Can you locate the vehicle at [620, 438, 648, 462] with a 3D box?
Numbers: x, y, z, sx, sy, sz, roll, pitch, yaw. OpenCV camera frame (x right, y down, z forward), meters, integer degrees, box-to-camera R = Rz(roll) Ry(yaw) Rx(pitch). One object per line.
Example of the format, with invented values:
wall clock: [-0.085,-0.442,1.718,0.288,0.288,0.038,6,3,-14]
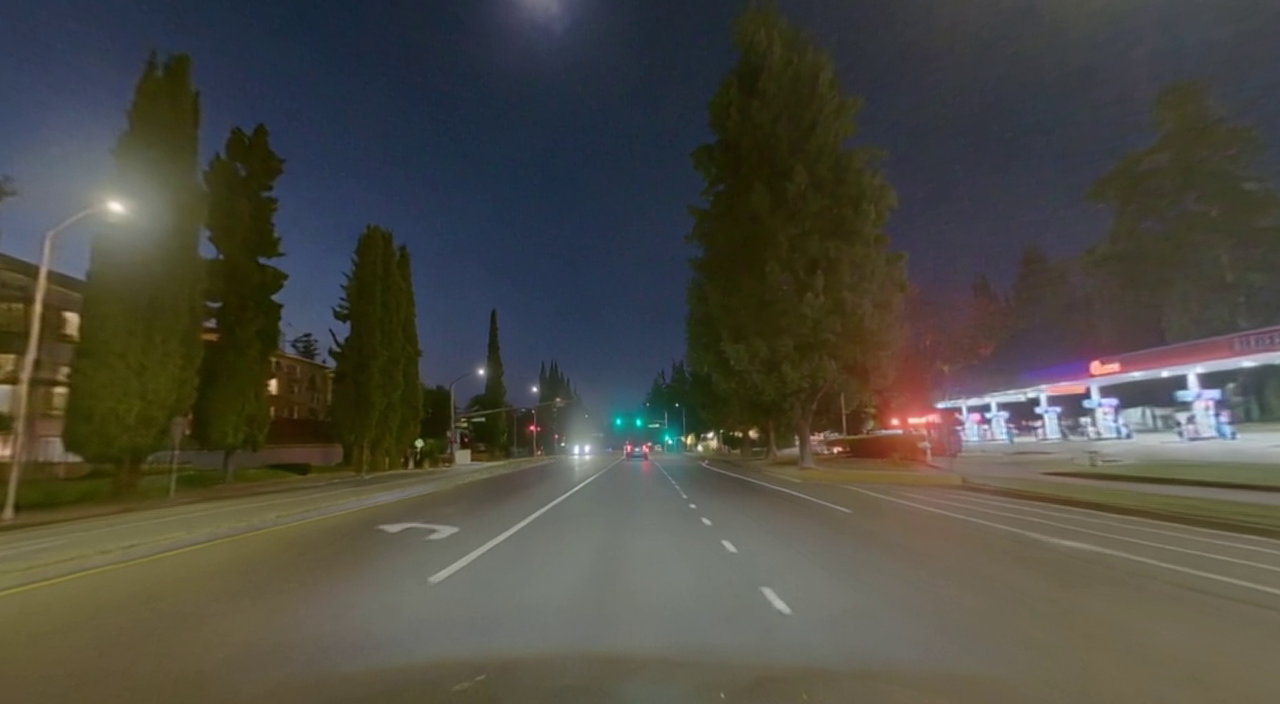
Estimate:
vehicle: [-0.480,7.719,49.531,2.146,1.742,4.095,0,-9,-1]
